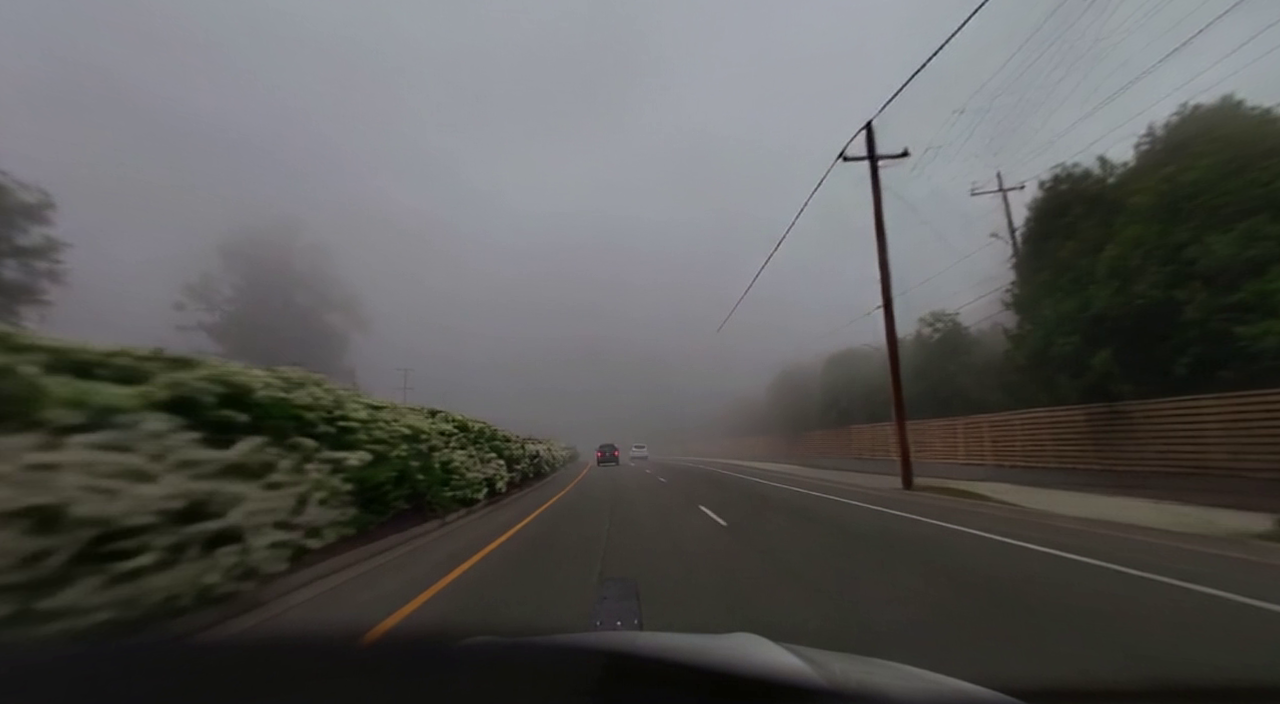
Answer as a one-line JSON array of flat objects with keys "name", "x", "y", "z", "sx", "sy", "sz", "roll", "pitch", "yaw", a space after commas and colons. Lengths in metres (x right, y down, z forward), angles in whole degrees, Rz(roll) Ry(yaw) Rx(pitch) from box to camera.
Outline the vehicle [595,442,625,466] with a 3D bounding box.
[{"name": "vehicle", "x": -2.217, "y": 7.364, "z": 45.441, "sx": 2.005, "sy": 1.633, "sz": 4.044, "roll": 1, "pitch": -8, "yaw": -4}]
